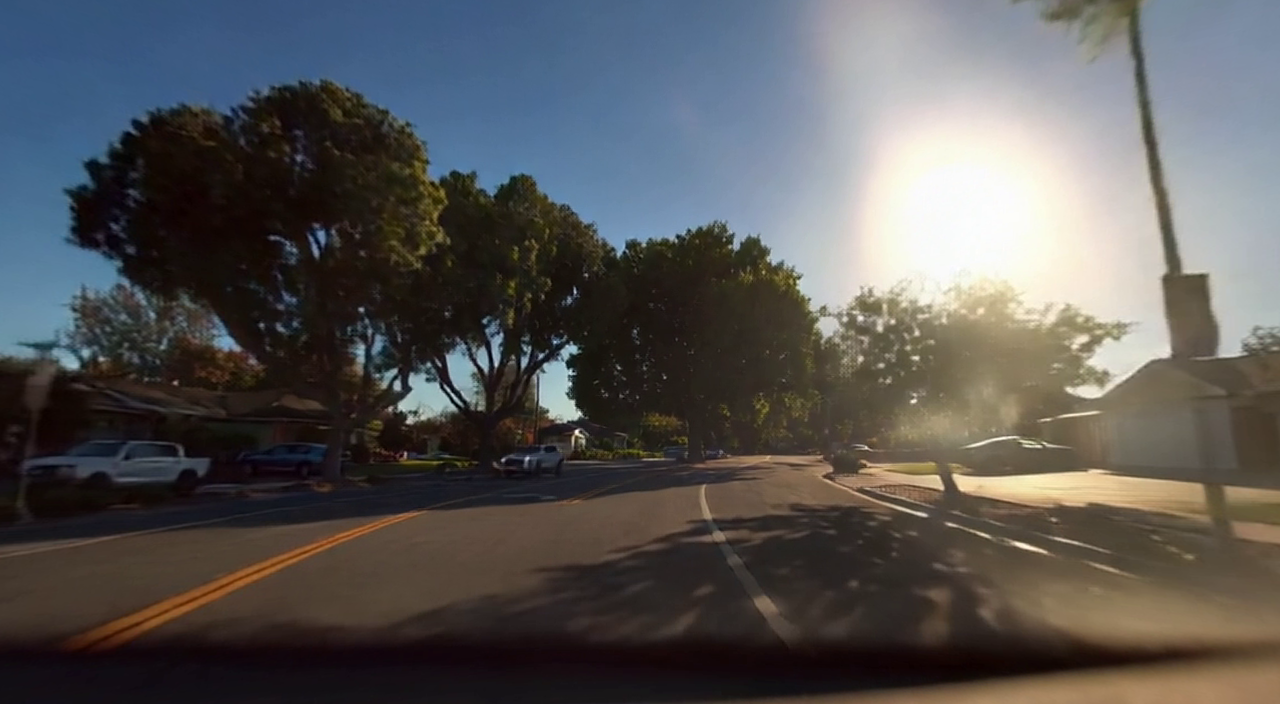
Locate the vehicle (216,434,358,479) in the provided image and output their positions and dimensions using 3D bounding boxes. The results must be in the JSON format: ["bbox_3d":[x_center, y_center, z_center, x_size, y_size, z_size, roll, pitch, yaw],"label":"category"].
[{"bbox_3d":[-17.168,5.126,30.788,6.010,1.935,2.255,-4,-10,14],"label":"vehicle"}]

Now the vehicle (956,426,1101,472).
[{"bbox_3d":[17.531,4.470,28.869,5.073,1.729,2.161,-6,-11,16],"label":"vehicle"}]

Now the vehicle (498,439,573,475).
[{"bbox_3d":[-5.909,6.060,36.677,2.272,1.920,5.737,-2,-9,12],"label":"vehicle"}]

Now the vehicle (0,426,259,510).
[{"bbox_3d":[-14.671,3.255,18.388,2.418,1.969,6.615,-1,-9,7],"label":"vehicle"}]
